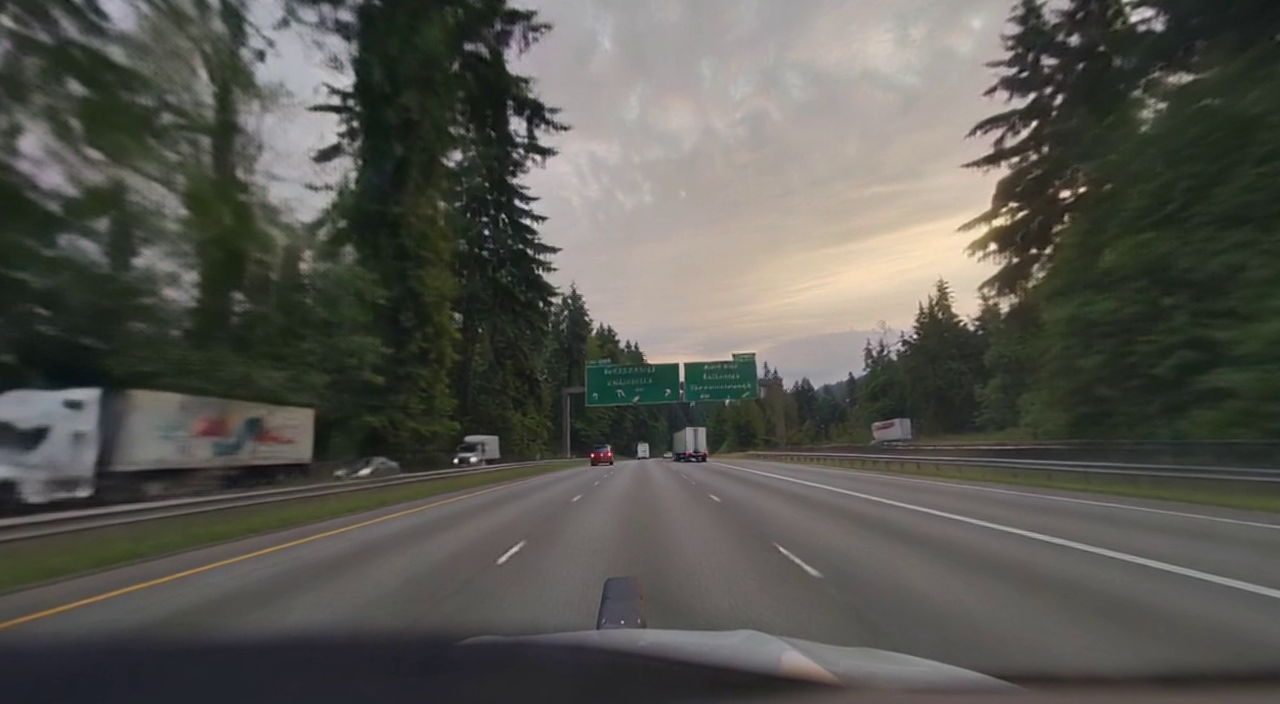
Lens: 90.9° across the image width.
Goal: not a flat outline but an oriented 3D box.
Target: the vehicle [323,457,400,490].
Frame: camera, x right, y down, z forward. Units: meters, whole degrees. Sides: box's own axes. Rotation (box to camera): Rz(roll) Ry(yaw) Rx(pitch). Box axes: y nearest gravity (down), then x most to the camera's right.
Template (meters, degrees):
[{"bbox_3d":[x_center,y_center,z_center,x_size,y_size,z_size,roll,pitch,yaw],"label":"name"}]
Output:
[{"bbox_3d":[-14.378,6.267,32.826,1.999,1.486,4.479,0,-9,0],"label":"vehicle"}]

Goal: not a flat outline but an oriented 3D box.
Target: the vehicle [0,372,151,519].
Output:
[{"bbox_3d":[-18.779,2.852,19.104,3.008,3.926,5.831,0,-9,0],"label":"vehicle"}]
